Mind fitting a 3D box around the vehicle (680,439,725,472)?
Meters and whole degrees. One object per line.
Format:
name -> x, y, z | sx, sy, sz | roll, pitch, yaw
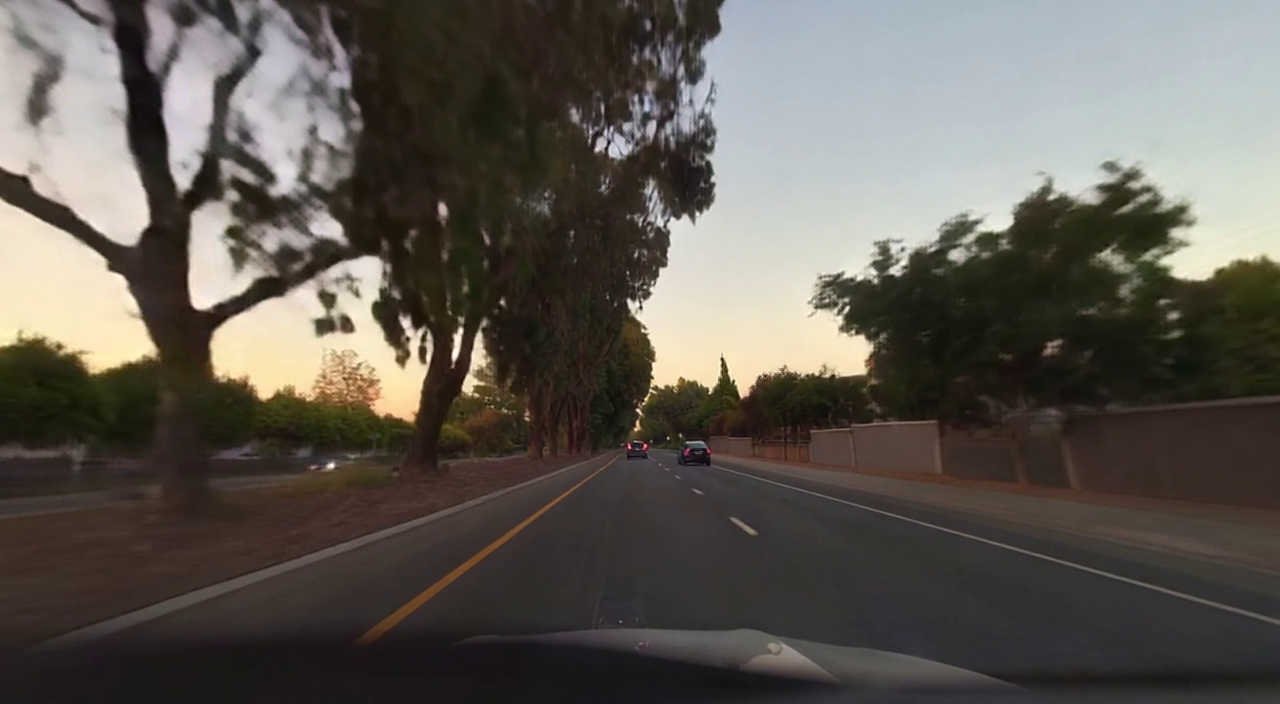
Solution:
vehicle -> 3.332, 5.601, 34.386 | 1.888, 1.640, 4.044 | 0, -8, -2
